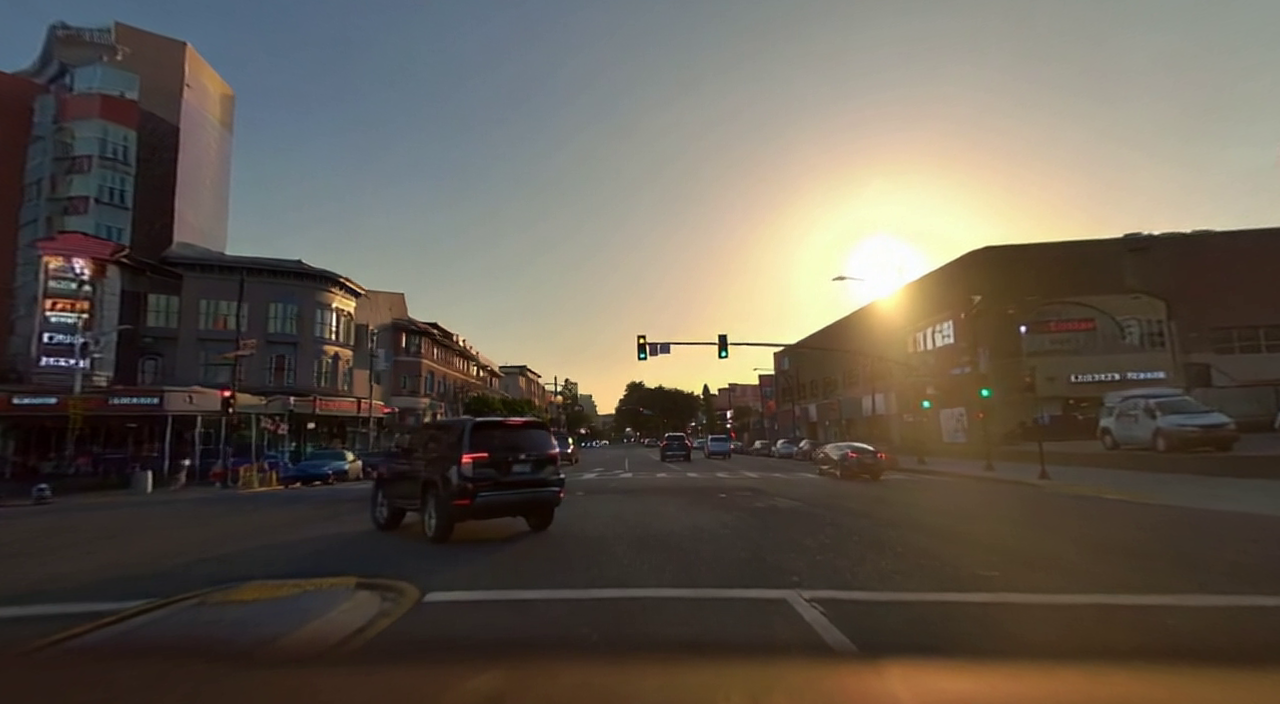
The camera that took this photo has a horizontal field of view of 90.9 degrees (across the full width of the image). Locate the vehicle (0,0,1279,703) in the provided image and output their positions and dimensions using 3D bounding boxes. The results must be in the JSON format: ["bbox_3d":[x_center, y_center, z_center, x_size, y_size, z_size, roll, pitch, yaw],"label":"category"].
[{"bbox_3d":[-0.505,0.620,1.669,2.242,1.812,4.993,-3,-9,-1],"label":"vehicle"}]
